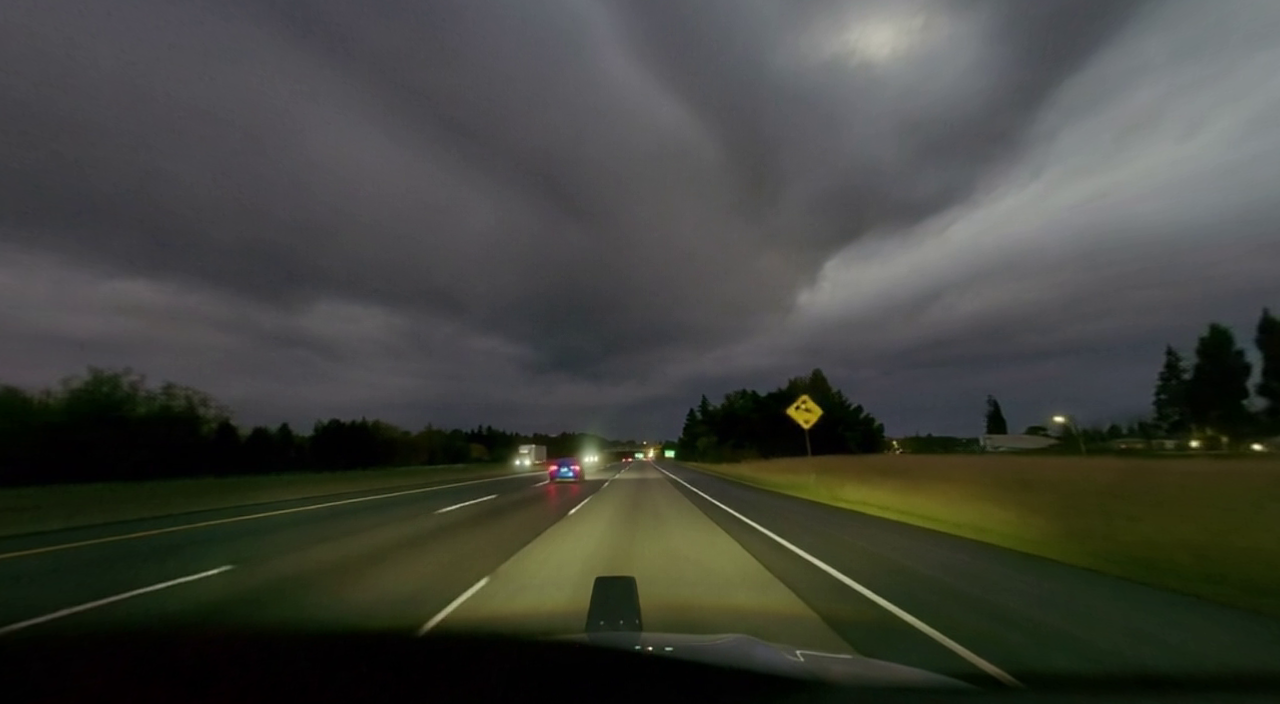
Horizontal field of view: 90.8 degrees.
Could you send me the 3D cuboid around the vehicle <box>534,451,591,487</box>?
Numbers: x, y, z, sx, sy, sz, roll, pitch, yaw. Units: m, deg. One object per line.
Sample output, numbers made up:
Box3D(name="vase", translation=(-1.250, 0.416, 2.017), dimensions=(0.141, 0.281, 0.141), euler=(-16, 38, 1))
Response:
Box3D(name="vehicle", translation=(-3.531, 5.412, 29.466), dimensions=(2.121, 1.537, 3.852), euler=(0, -9, 0))
